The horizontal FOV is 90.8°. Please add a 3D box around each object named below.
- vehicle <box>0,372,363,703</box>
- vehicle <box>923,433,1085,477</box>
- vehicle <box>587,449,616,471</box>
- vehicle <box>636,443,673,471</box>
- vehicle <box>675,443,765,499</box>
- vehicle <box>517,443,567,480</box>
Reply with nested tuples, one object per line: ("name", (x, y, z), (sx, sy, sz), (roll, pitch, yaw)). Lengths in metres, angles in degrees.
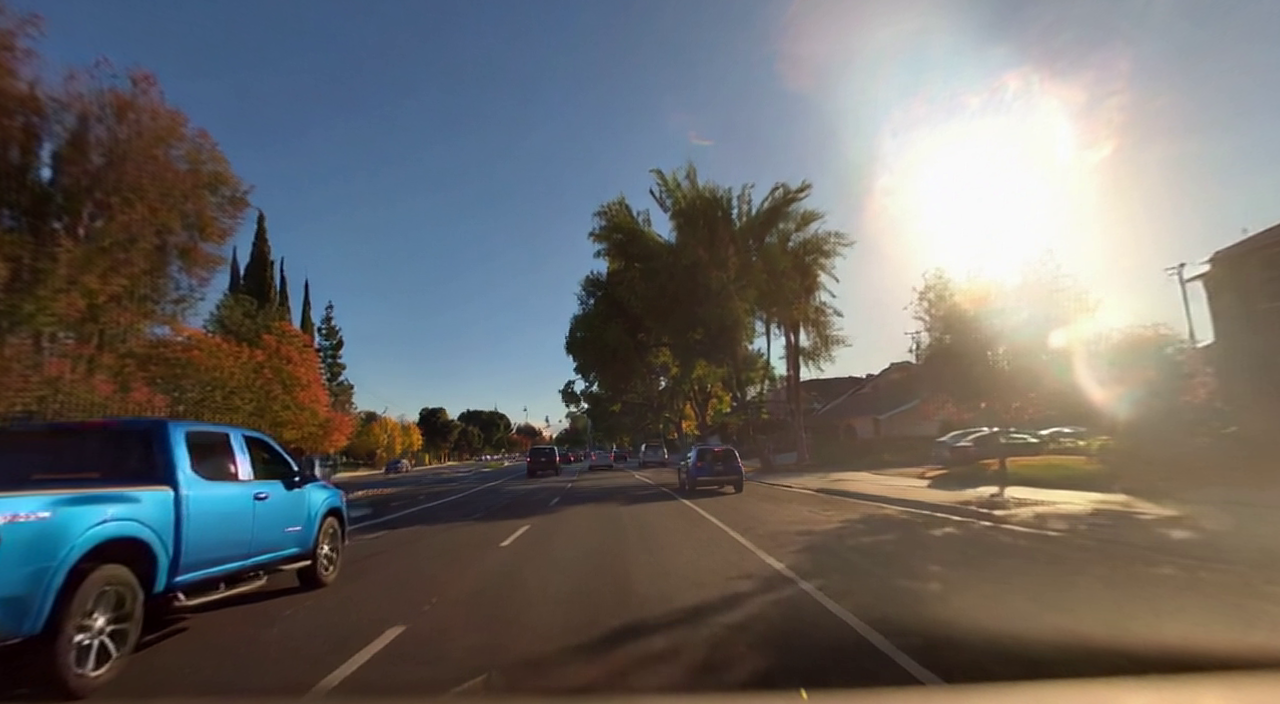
("vehicle", (-4.121, 1.197, 4.383), (2.111, 1.745, 5.274), (0, -9, -1))
("vehicle", (13.088, 3.727, 22.941), (4.597, 1.439, 2.062), (0, -9, -2))
("vehicle", (-2.899, 7.884, 46.318), (2.030, 1.477, 4.330), (0, -9, -5))
("vehicle", (0.982, 7.359, 44.586), (2.099, 1.845, 4.363), (0, -9, -5))
("vehicle", (2.260, 3.505, 18.997), (1.884, 1.463, 4.195), (0, -9, -4))
("vehicle", (-5.266, 5.906, 34.466), (2.218, 1.829, 4.492), (0, -9, -3))
